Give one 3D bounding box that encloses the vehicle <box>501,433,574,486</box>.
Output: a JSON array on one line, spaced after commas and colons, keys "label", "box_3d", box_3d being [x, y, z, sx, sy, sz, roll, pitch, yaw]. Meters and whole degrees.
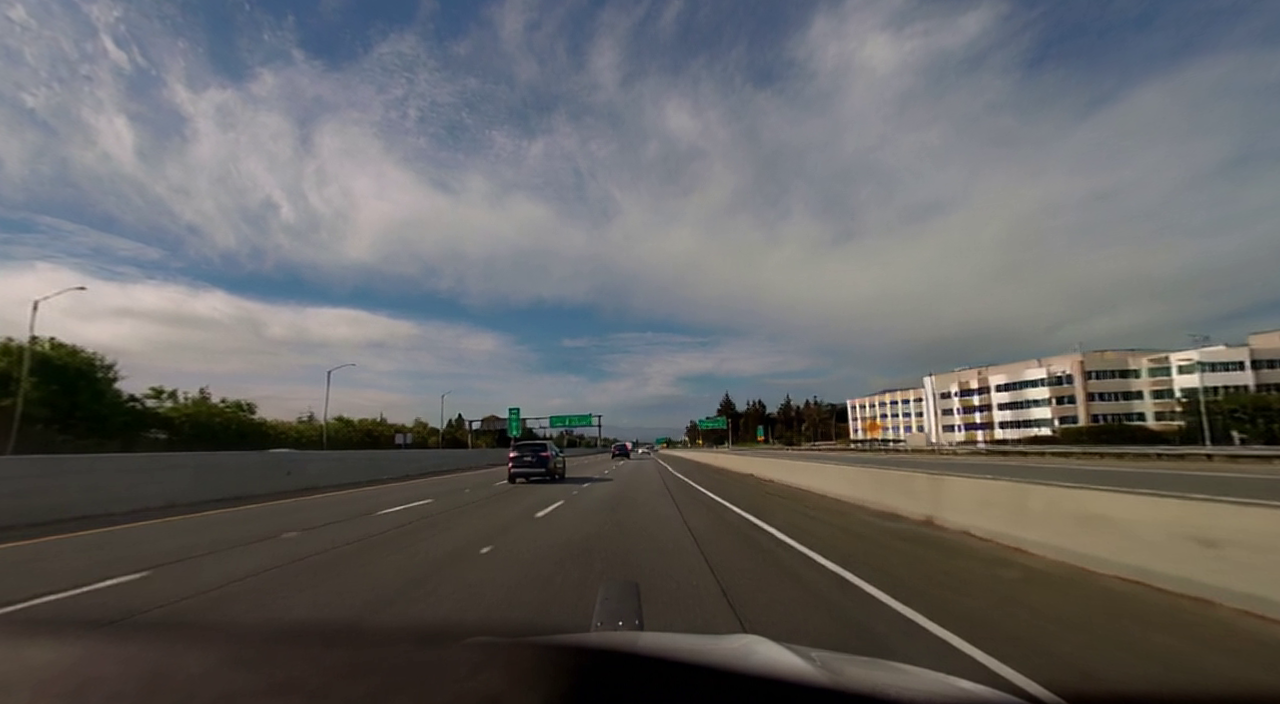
[{"label": "vehicle", "box_3d": [-3.719, 4.000, 23.752, 2.047, 1.786, 4.217, 0, -9, 0]}]
